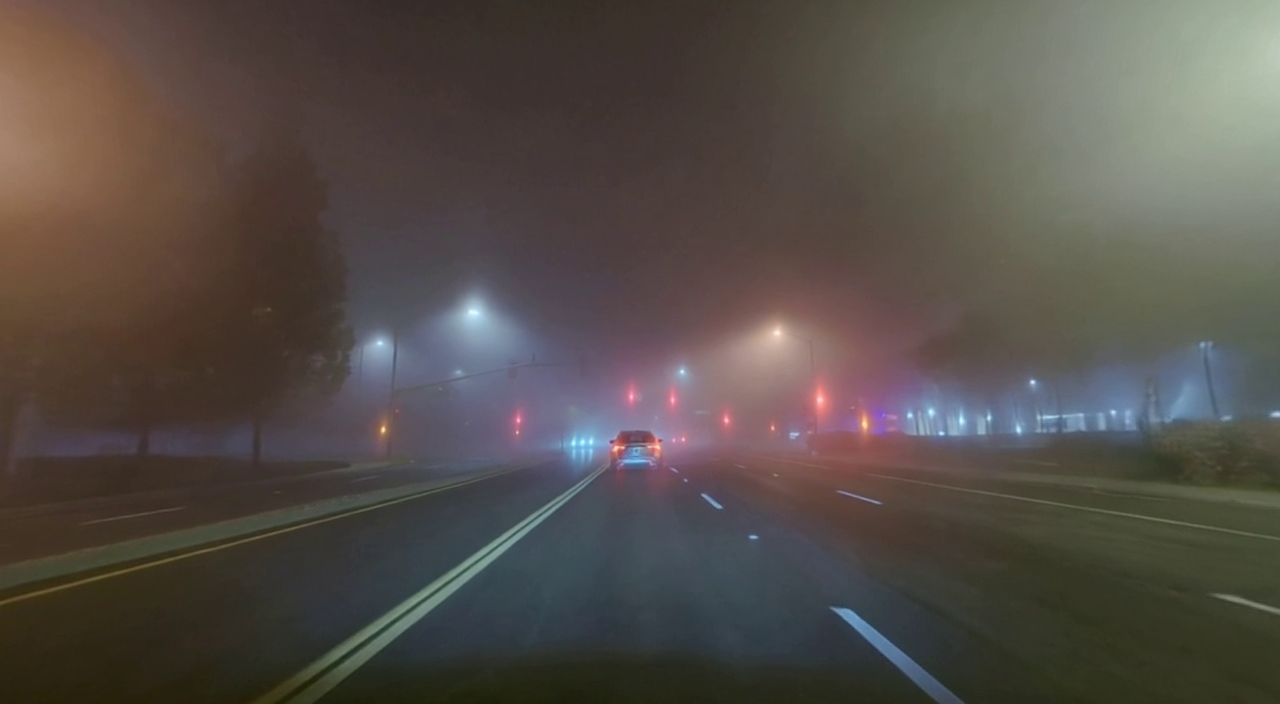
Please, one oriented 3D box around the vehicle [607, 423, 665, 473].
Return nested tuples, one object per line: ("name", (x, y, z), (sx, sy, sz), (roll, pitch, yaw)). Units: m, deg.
("vehicle", (-0.203, 4.090, 26.994), (2.267, 1.926, 4.708), (0, -9, -1))
